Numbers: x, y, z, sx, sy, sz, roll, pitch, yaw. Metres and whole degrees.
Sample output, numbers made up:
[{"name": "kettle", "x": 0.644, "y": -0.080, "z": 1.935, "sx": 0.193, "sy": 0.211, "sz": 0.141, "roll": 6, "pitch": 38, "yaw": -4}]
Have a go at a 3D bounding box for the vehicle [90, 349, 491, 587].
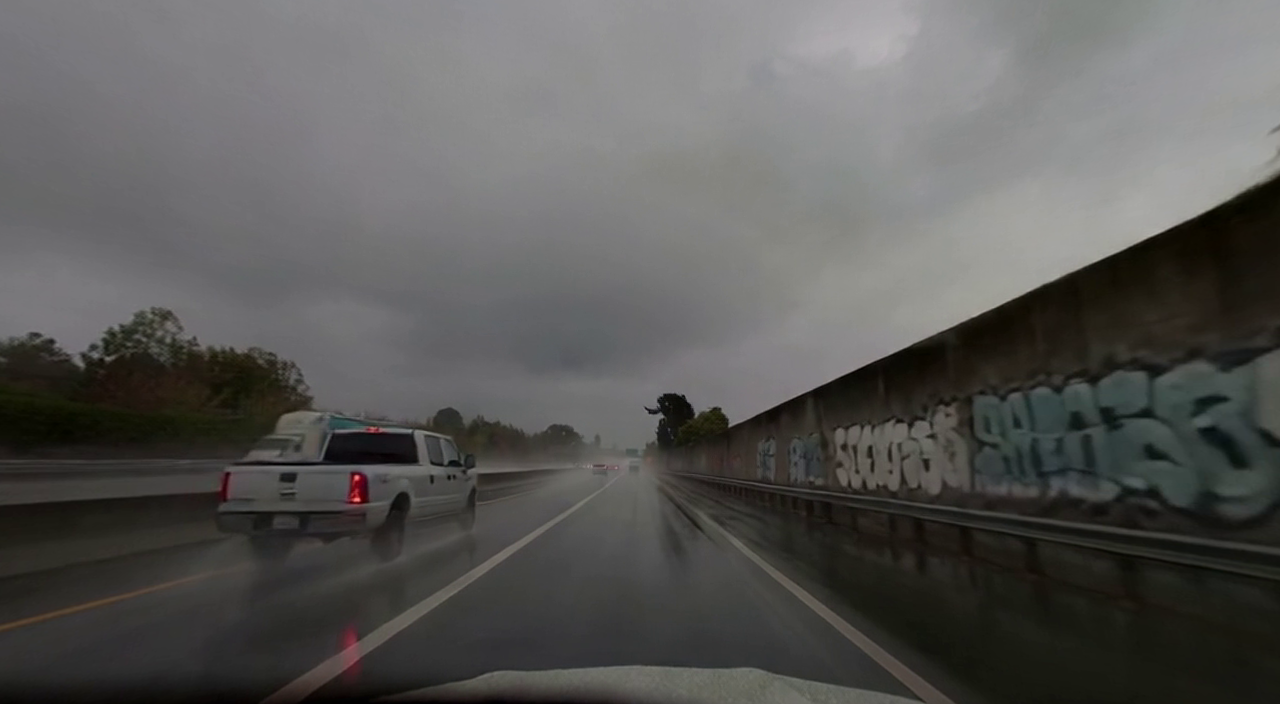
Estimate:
[{"name": "vehicle", "x": -4.319, "y": 1.730, "z": 9.608, "sx": 2.597, "sy": 2.434, "sz": 6.020, "roll": 1, "pitch": -11, "yaw": 0}]
